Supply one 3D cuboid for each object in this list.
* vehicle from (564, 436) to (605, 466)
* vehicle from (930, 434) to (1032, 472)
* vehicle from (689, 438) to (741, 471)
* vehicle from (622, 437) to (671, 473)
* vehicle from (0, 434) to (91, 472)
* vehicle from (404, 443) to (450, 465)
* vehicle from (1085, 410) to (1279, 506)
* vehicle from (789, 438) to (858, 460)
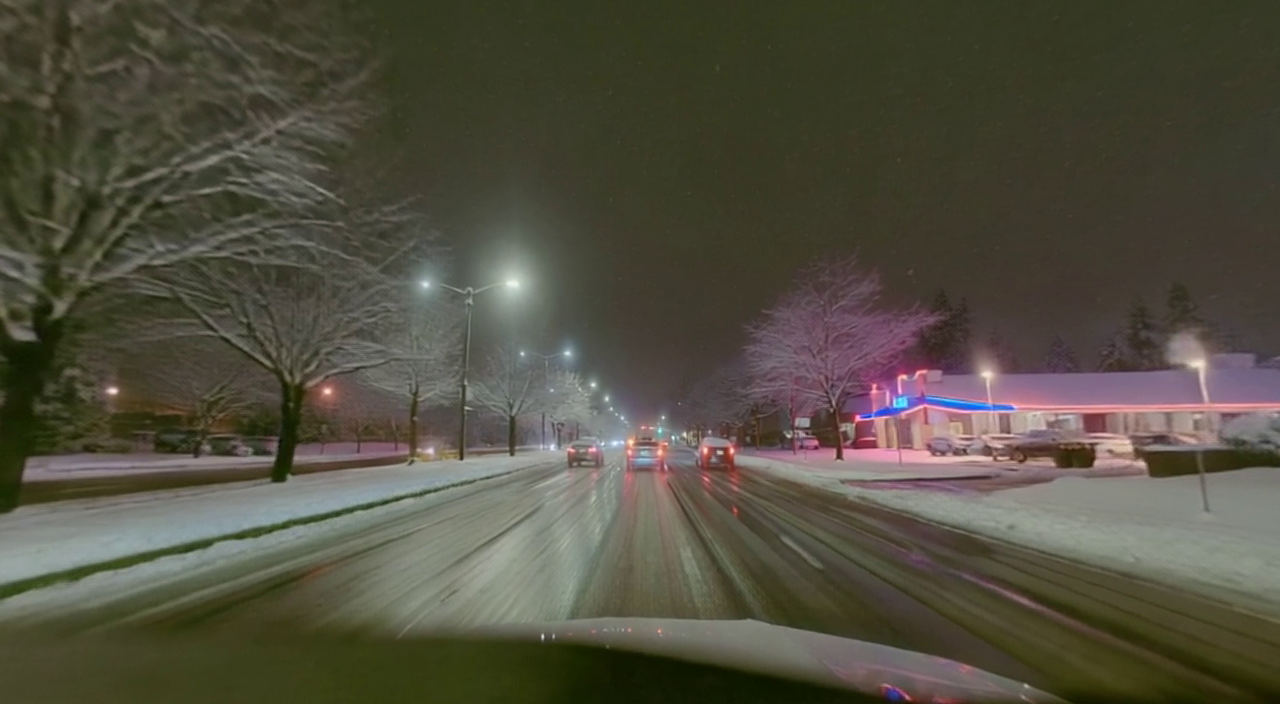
[{"bbox_3d":[-3.182,5.807,37.082,1.995,1.607,4.086,0,-8,1],"label":"vehicle"},{"bbox_3d":[15.096,4.486,28.239,2.099,1.526,4.555,-1,-8,2],"label":"vehicle"},{"bbox_3d":[3.608,5.047,31.270,2.012,1.462,4.400,0,-8,0],"label":"vehicle"},{"bbox_3d":[0.270,4.601,28.408,2.059,1.477,4.216,0,-8,0],"label":"vehicle"},{"bbox_3d":[-35.500,5.706,35.986,2.578,1.973,6.455,1,-8,-1],"label":"vehicle"},{"bbox_3d":[-15.520,7.440,46.092,1.796,1.466,4.362,0,-8,1],"label":"vehicle"},{"bbox_3d":[13.094,2.234,13.631,5.144,1.834,2.188,-2,-9,2],"label":"vehicle"},{"bbox_3d":[13.246,7.032,45.718,4.622,1.469,1.934,-2,-9,10],"label":"vehicle"}]
